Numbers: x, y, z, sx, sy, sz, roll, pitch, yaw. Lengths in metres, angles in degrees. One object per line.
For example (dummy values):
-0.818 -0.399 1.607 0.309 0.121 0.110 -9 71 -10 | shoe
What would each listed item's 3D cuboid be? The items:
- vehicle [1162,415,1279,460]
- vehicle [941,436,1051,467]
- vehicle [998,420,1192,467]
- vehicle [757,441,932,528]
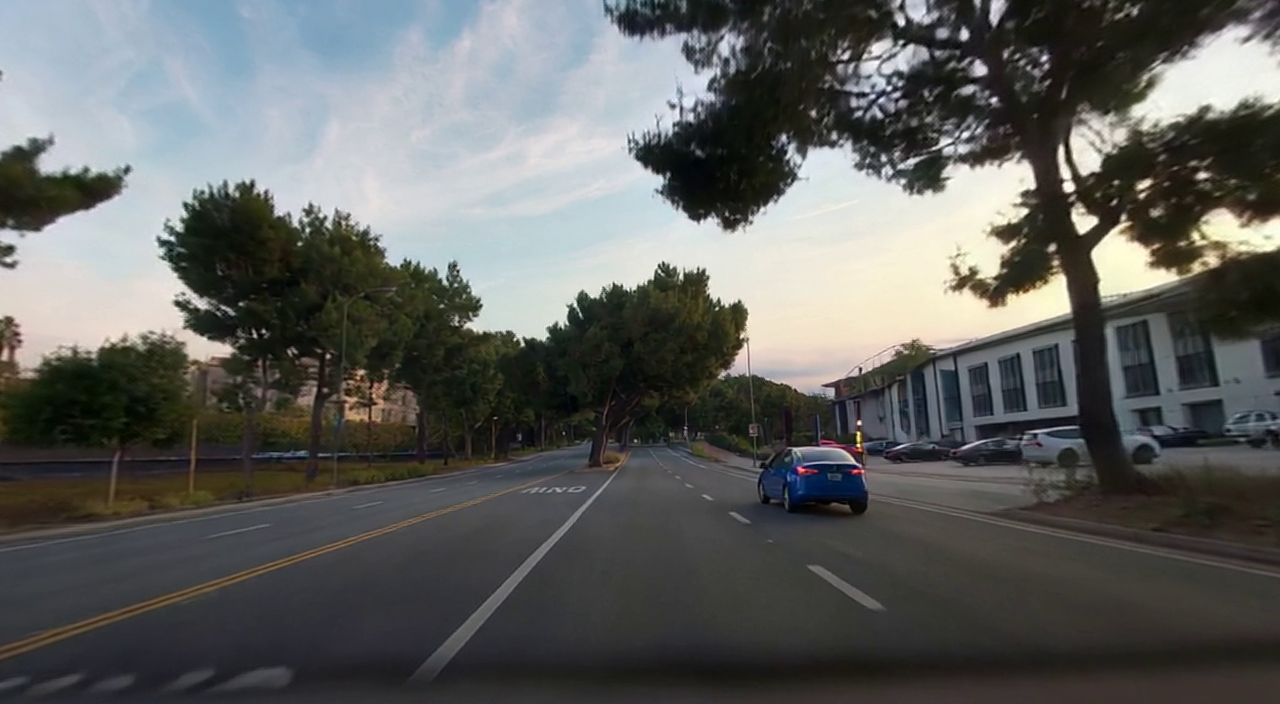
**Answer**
34.224 5.040 37.316 2.369 2.475 5.128 0 -7 1 | vehicle
18.409 5.147 32.814 4.436 1.556 1.997 0 -9 -1 | vehicle
18.873 3.840 26.500 6.156 1.801 2.491 -1 -9 1 | vehicle
3.955 2.627 13.199 2.114 1.493 4.430 0 -8 -1 | vehicle
